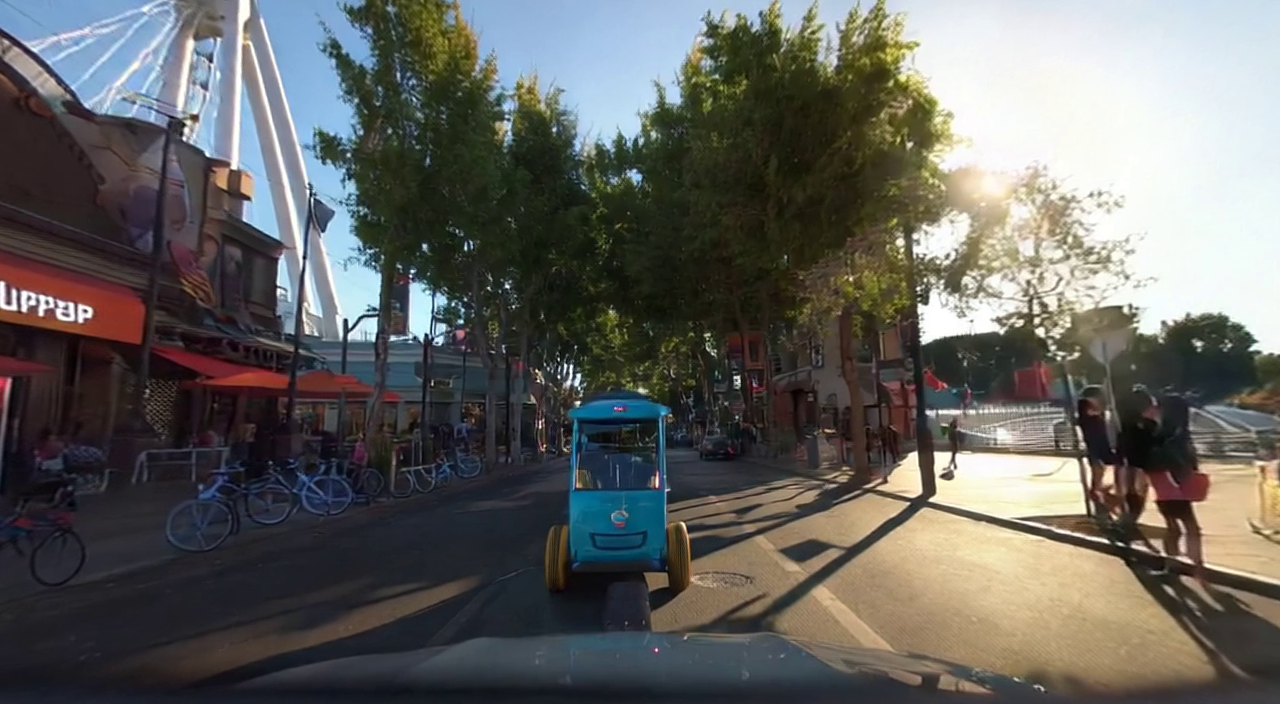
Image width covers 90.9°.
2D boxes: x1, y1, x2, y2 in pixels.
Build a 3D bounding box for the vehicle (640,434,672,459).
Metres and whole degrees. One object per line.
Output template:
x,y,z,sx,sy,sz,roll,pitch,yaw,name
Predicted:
1.198,7.009,46.684,2.221,1.773,4.228,-1,-9,2,vehicle
